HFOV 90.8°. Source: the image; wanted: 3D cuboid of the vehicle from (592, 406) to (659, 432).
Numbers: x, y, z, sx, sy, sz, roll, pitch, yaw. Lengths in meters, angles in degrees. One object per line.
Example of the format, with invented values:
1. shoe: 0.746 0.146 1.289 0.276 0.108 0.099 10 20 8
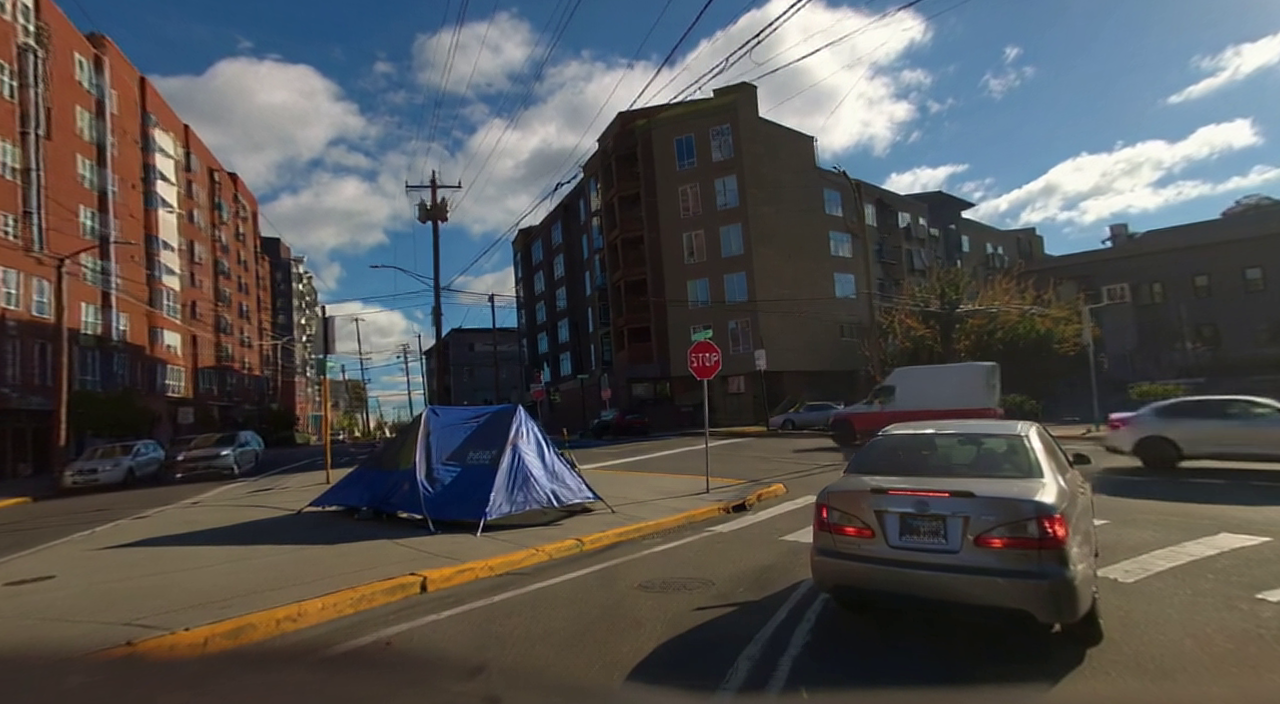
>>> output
1. vehicle: -0.993 4.250 39.720 1.790 1.468 4.422 7 -11 -41

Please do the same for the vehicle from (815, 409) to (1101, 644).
1. vehicle: 3.509 1.563 6.800 1.945 1.647 4.160 -6 -10 32

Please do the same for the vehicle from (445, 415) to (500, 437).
1. vehicle: -12.604 5.598 47.297 2.089 1.506 4.641 7 -11 -41

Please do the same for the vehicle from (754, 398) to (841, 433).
1. vehicle: 8.492 3.505 34.273 1.805 1.694 4.214 8 -12 -44

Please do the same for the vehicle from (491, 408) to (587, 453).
1. vehicle: -4.365 3.408 26.972 1.870 1.724 4.320 8 -12 -44

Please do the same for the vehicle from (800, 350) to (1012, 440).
1. vehicle: 10.289 1.931 25.087 7.172 3.075 2.584 -7 -10 42

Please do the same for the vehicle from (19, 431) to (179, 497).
1. vehicle: -16.959 3.485 20.238 2.054 1.800 5.212 3 -9 -20

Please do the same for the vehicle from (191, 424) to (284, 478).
1. vehicle: -14.401 3.548 22.865 1.987 1.686 3.971 1 -8 -20

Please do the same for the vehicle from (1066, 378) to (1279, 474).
1. vehicle: 13.364 1.708 14.543 5.506 1.970 2.152 -8 -10 41
